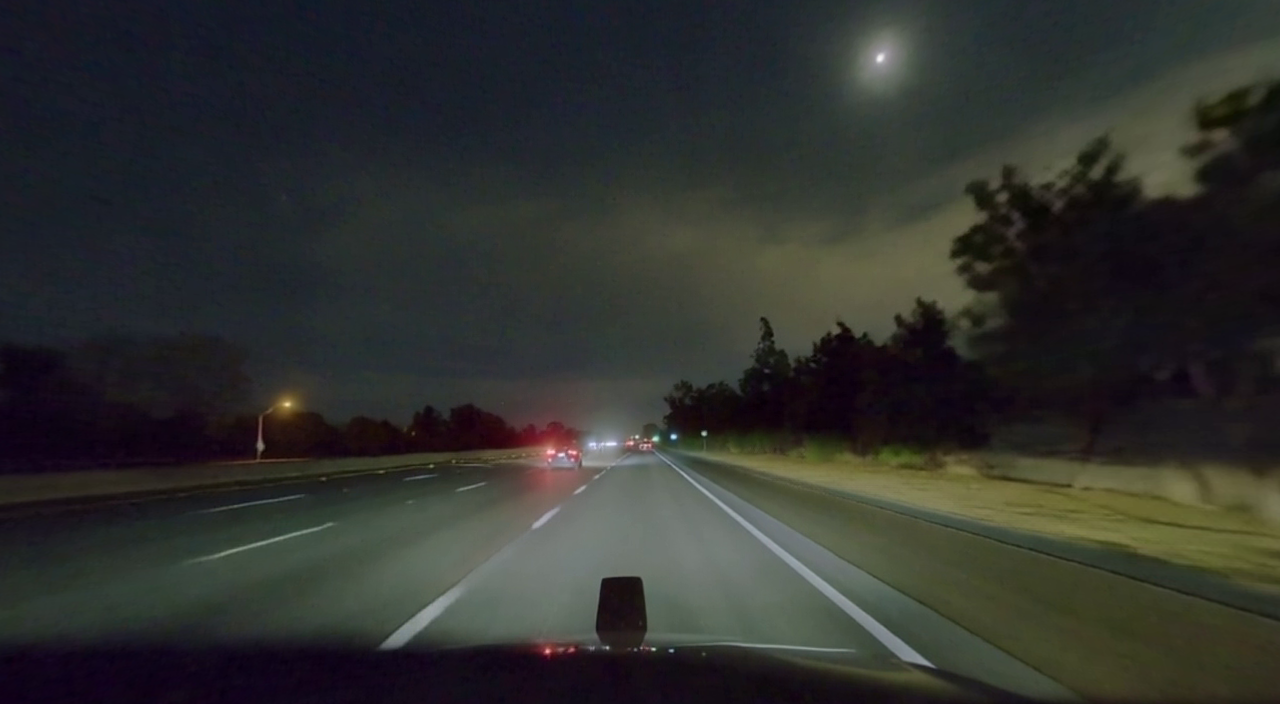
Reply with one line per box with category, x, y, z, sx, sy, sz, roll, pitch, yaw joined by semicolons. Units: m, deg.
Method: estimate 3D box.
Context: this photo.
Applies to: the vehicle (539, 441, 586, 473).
vehicle;-3.790;5.197;31.569;1.786;1.488;4.023;0;-8;1
